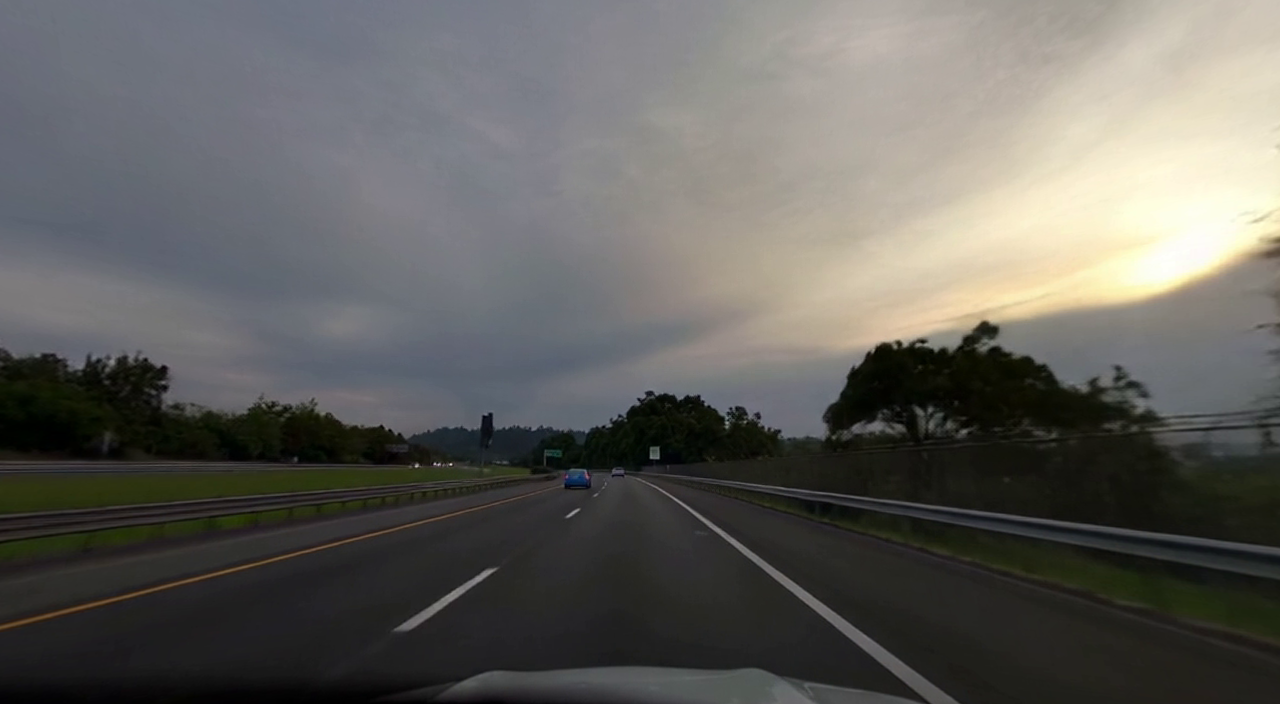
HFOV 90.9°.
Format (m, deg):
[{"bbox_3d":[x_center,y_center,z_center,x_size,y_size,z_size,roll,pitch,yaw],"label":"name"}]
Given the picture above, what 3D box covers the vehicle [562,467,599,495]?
[{"bbox_3d":[-3.520,7.734,38.073,1.967,1.556,4.364,1,-11,-2],"label":"vehicle"}]
